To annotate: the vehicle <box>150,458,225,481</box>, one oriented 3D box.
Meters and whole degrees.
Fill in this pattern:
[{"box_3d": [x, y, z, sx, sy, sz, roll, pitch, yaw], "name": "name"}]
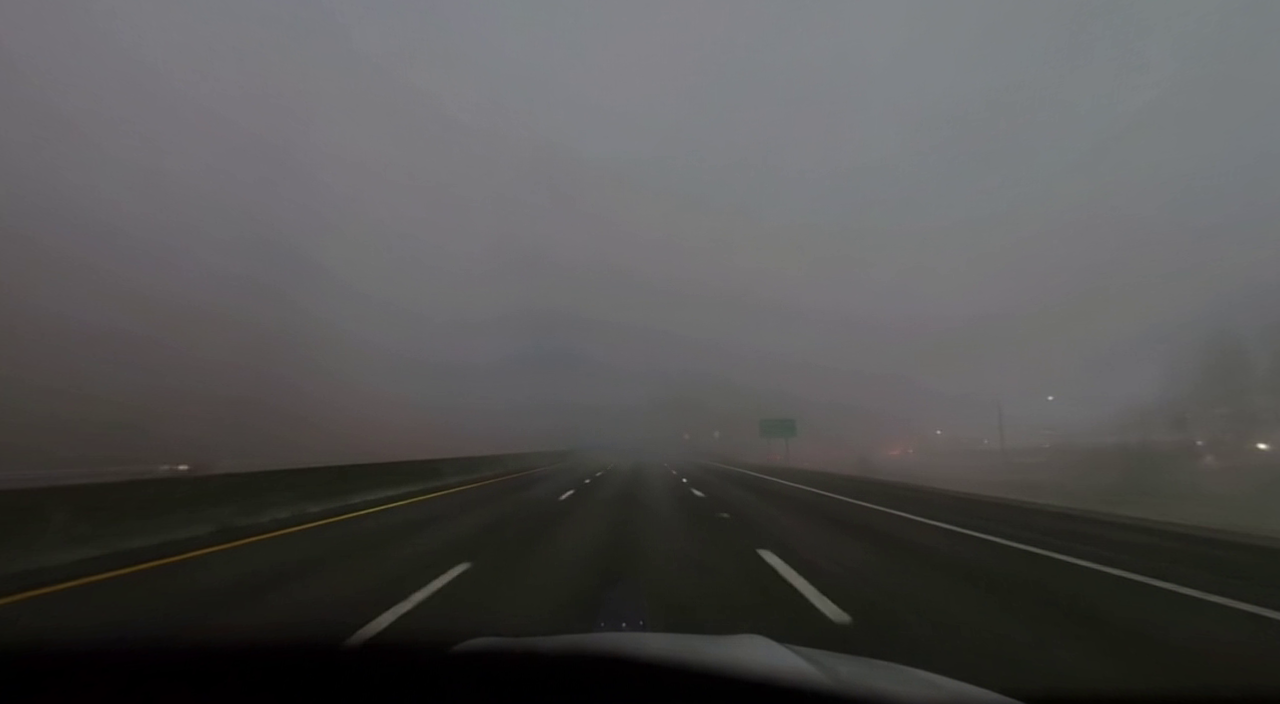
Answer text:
[{"box_3d": [-32.236, 8.371, 45.132, 1.843, 1.461, 4.694, -1, -8, 1], "name": "vehicle"}]
